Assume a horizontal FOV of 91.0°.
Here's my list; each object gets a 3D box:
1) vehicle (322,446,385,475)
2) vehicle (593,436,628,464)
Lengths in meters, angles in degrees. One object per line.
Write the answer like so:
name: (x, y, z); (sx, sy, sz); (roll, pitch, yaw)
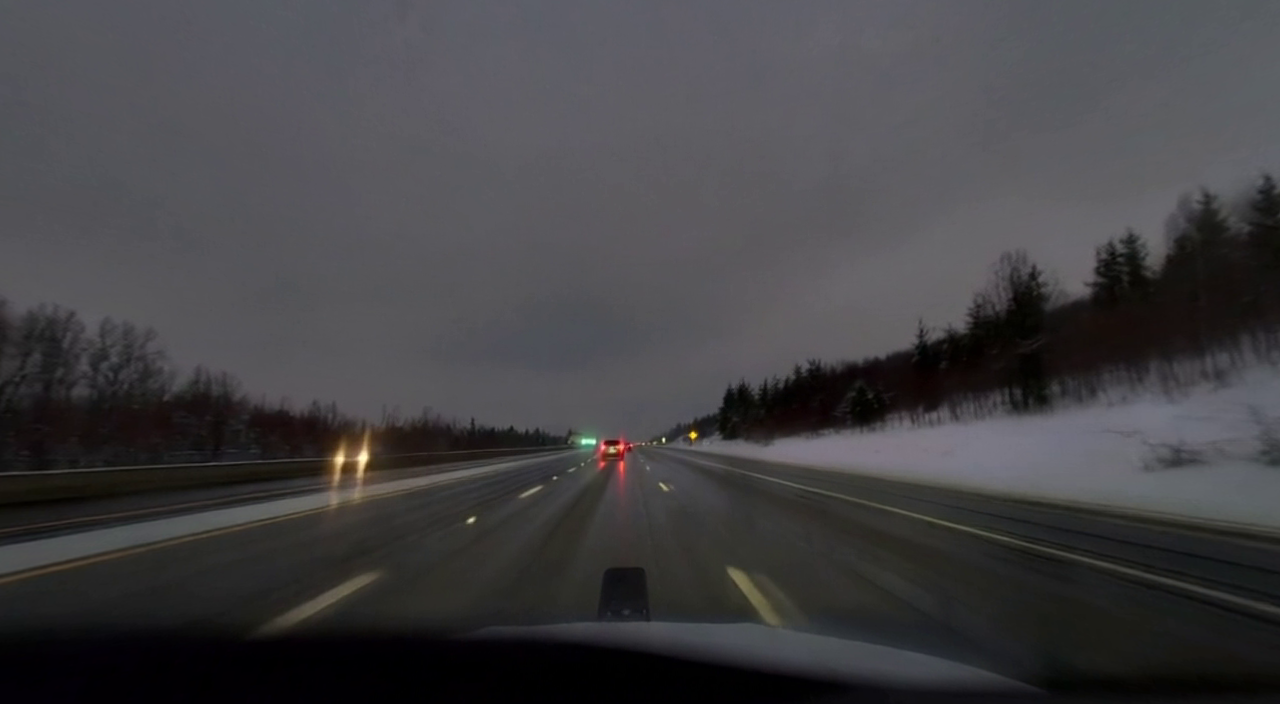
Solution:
vehicle: (-16.380, 6.212, 36.198); (1.812, 1.509, 3.966); (0, -8, -1)
vehicle: (-1.806, 6.096, 39.159); (2.111, 1.635, 4.177); (0, -8, -2)
